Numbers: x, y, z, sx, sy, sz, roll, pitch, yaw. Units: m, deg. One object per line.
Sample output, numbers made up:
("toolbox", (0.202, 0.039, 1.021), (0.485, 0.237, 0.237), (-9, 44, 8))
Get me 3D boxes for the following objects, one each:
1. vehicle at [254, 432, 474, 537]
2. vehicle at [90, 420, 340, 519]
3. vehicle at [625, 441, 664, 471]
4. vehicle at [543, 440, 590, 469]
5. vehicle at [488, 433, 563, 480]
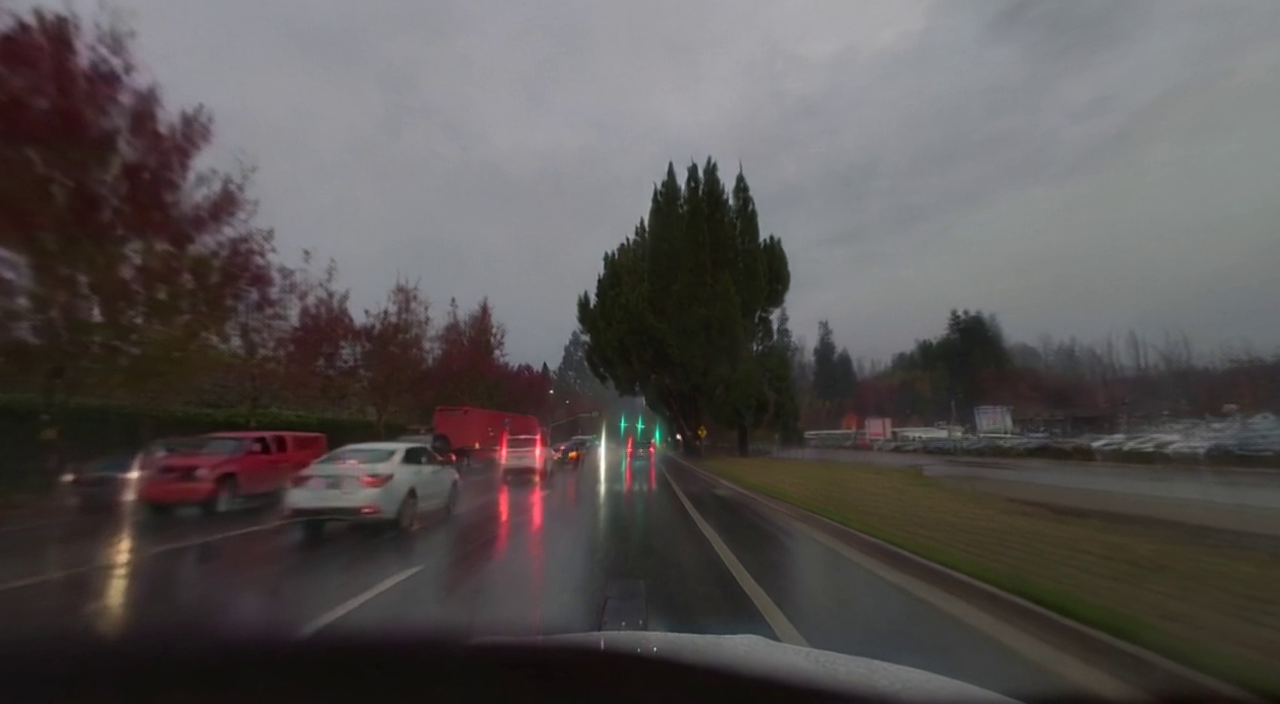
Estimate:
("vehicle", (-4.532, 2.214, 11.175), (2.068, 1.480, 4.039), (0, -8, 0))
("vehicle", (-8.397, 2.357, 13.146), (1.959, 1.668, 4.557), (-1, -8, 1))
("vehicle", (0.220, 5.358, 32.643), (1.875, 1.453, 3.888), (0, -8, 0))
("vehicle", (-4.079, 5.770, 35.714), (2.121, 1.485, 4.363), (0, -8, 0))
("vehicle", (-4.477, 4.156, 25.314), (2.042, 1.713, 4.493), (-1, -8, 2))
